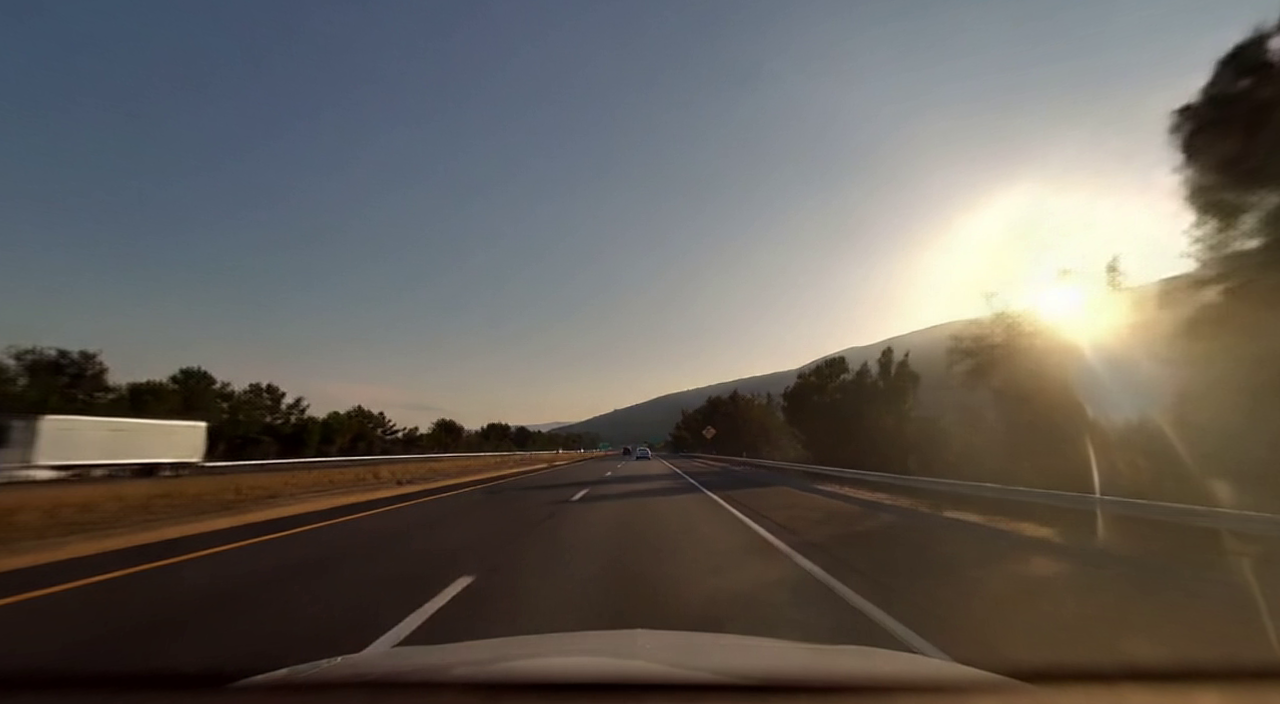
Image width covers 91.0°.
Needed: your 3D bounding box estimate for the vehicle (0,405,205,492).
[{"bbox_3d":[-32.730,5.644,36.706,2.970,4.217,16.310,0,-9,0],"label":"vehicle"}]
